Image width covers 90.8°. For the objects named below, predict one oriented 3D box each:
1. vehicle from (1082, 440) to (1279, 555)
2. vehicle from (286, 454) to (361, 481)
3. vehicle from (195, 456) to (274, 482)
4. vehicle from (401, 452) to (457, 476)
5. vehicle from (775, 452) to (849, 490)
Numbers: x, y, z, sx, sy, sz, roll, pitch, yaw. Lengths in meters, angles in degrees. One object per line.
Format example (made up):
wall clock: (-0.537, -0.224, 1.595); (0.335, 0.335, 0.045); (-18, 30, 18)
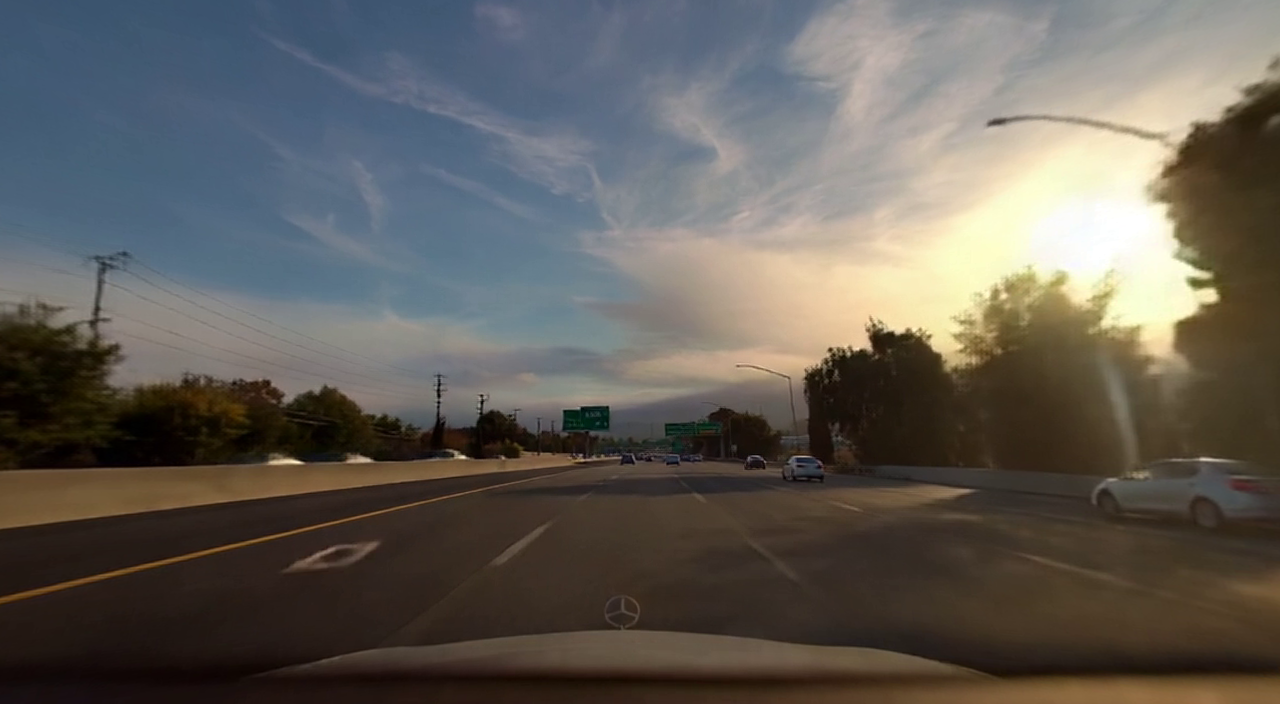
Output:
vehicle: (10.354, 2.401, 10.994); (2.090, 1.643, 4.513); (0, -9, 1)
vehicle: (-18.511, 6.754, 37.215); (1.932, 1.481, 4.700); (0, -9, 1)
vehicle: (-25.170, 7.246, 39.444); (1.947, 1.473, 4.494); (0, -9, 0)
vehicle: (-15.022, 7.941, 45.204); (2.188, 1.607, 4.820); (0, -9, 2)
vehicle: (7.553, 5.263, 28.275); (1.861, 1.500, 4.860); (0, -9, -1)
